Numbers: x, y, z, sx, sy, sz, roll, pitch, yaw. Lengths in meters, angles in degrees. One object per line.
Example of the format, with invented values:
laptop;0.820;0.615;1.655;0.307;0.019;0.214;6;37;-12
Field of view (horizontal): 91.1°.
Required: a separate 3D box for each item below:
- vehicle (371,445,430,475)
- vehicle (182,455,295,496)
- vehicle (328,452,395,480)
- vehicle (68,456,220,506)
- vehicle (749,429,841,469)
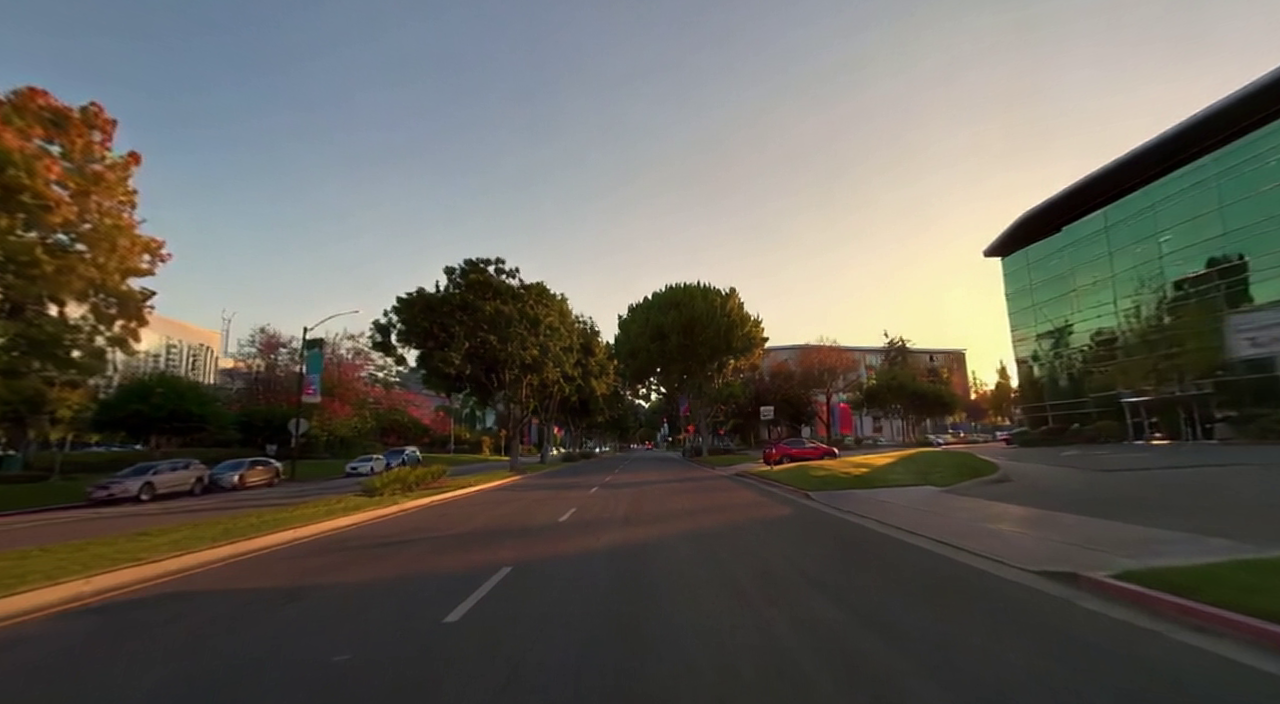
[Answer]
vehicle;-16.944;7.644;44.673;2.301;1.821;4.731;-4;-9;1
vehicle;-17.313;5.311;27.372;2.020;1.471;4.419;-3;-9;1
vehicle;-17.152;7.004;38.943;1.873;1.544;4.794;0;-9;1
vehicle;-17.305;4.488;22.249;1.829;1.508;4.377;0;-9;-1
vehicle;9.199;5.817;37.627;4.716;1.672;2.330;-7;-9;-1
